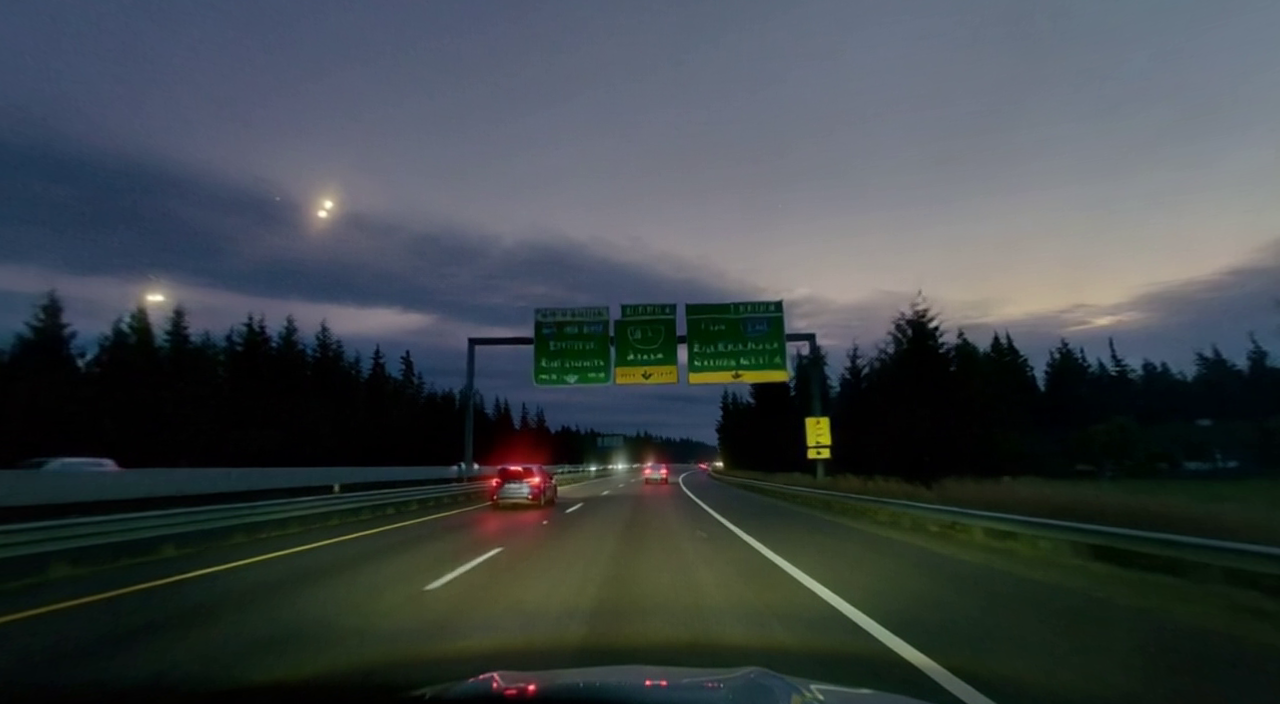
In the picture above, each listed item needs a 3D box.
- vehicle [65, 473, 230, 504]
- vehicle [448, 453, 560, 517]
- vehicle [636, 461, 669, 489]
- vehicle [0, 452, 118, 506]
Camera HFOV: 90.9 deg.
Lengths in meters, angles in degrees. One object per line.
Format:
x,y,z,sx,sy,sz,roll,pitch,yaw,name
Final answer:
-22.081,6.159,28.784,2.307,1.181,6.414,1,-10,2,vehicle
-3.721,3.778,18.201,2.063,1.556,4.740,1,-10,1,vehicle
0.863,7.861,40.326,2.000,1.594,3.996,1,-10,3,vehicle
-22.125,4.525,22.670,1.950,1.762,5.268,1,-10,2,vehicle
